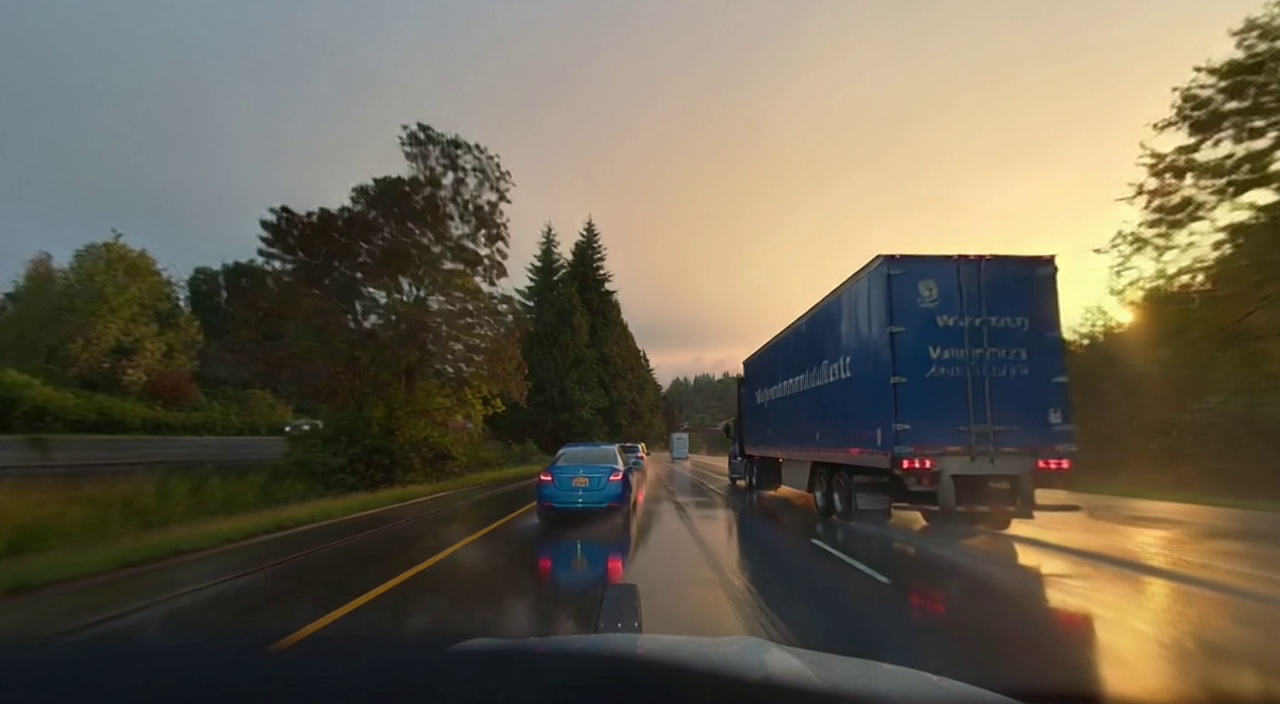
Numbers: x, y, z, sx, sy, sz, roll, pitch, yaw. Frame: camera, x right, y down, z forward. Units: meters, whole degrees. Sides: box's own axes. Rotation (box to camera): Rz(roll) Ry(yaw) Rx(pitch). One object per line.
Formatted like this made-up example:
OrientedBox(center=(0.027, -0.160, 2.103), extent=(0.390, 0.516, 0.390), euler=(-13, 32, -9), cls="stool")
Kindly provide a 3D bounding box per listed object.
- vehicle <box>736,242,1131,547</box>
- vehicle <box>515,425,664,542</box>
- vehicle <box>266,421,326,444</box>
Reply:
OrientedBox(center=(4.865, 1.558, 15.302), extent=(2.825, 4.043, 14.051), euler=(0, -9, 0), cls="vehicle")
OrientedBox(center=(-0.695, 2.099, 10.557), extent=(2.038, 1.582, 3.729), euler=(0, -9, 0), cls="vehicle")
OrientedBox(center=(-23.795, 5.621, 43.612), extent=(1.896, 1.456, 4.407), euler=(0, -9, -4), cls="vehicle")
